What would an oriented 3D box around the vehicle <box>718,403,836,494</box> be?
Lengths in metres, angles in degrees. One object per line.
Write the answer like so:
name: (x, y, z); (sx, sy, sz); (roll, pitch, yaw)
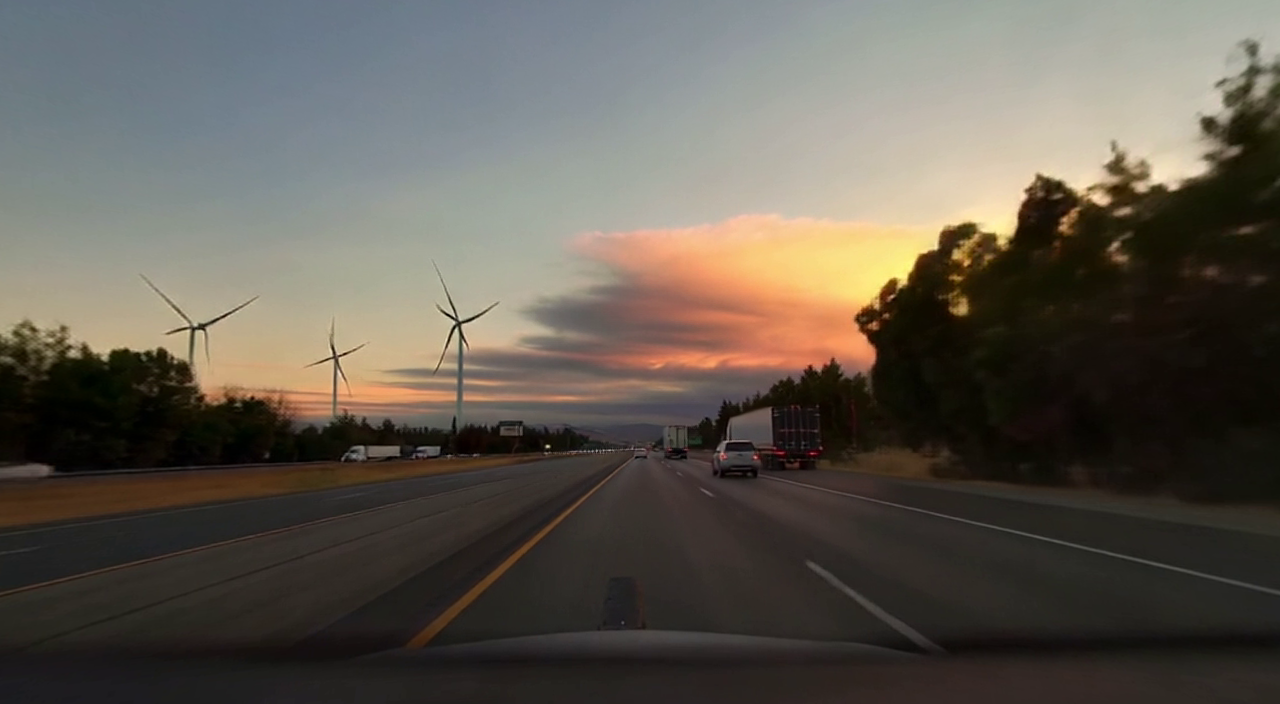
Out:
vehicle: (4.349, 3.245, 21.155); (2.609, 2.648, 5.397); (0, -9, -1)
